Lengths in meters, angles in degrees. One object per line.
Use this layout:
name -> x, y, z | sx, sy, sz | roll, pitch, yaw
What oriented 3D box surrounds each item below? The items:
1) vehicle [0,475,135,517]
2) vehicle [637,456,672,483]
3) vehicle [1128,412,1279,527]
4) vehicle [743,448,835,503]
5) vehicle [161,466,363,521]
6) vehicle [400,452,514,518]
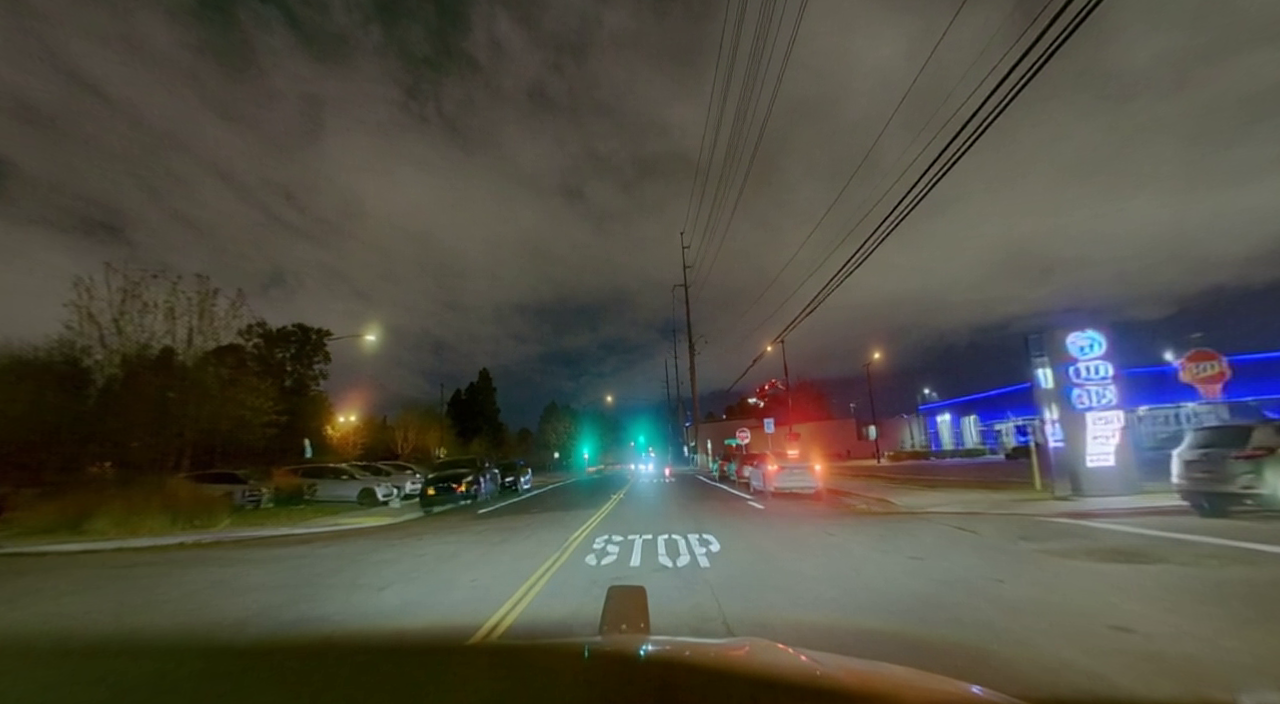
vehicle -> -23.073, 5.627, 24.767 | 4.660, 1.488, 1.930 | 0, -8, -2
vehicle -> 0.971, 7.211, 38.800 | 2.033, 1.464, 4.645 | 0, -8, 3
vehicle -> 11.558, 1.908, 10.511 | 5.255, 1.688, 1.994 | 1, -9, -4
vehicle -> 4.390, 3.678, 19.290 | 1.840, 1.452, 4.517 | 0, -8, 2
vehicle -> -11.567, 4.347, 19.604 | 4.968, 1.493, 1.961 | 0, -8, -2
vehicle -> -5.625, 4.115, 20.185 | 2.146, 1.775, 5.117 | 0, -8, -1
